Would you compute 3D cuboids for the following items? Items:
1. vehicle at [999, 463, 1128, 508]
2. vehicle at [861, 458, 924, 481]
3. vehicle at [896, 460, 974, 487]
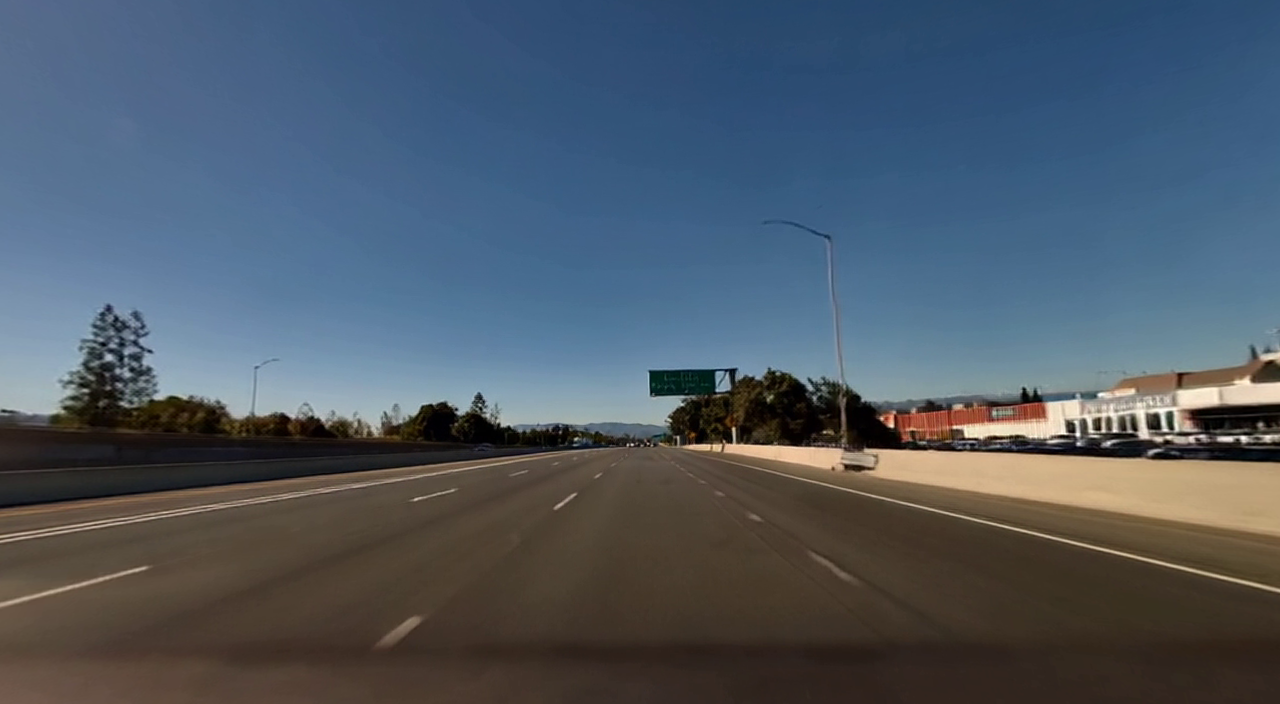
[{"bbox_3d":[16.136,5.078,24.168,3.645,1.402,1.625,-3,-7,3],"label":"vehicle"},{"bbox_3d":[16.082,7.488,40.264,3.323,1.358,1.599,0,-8,-3],"label":"vehicle"},{"bbox_3d":[16.233,6.690,34.820,3.458,1.378,1.600,-1,-9,3],"label":"vehicle"}]
